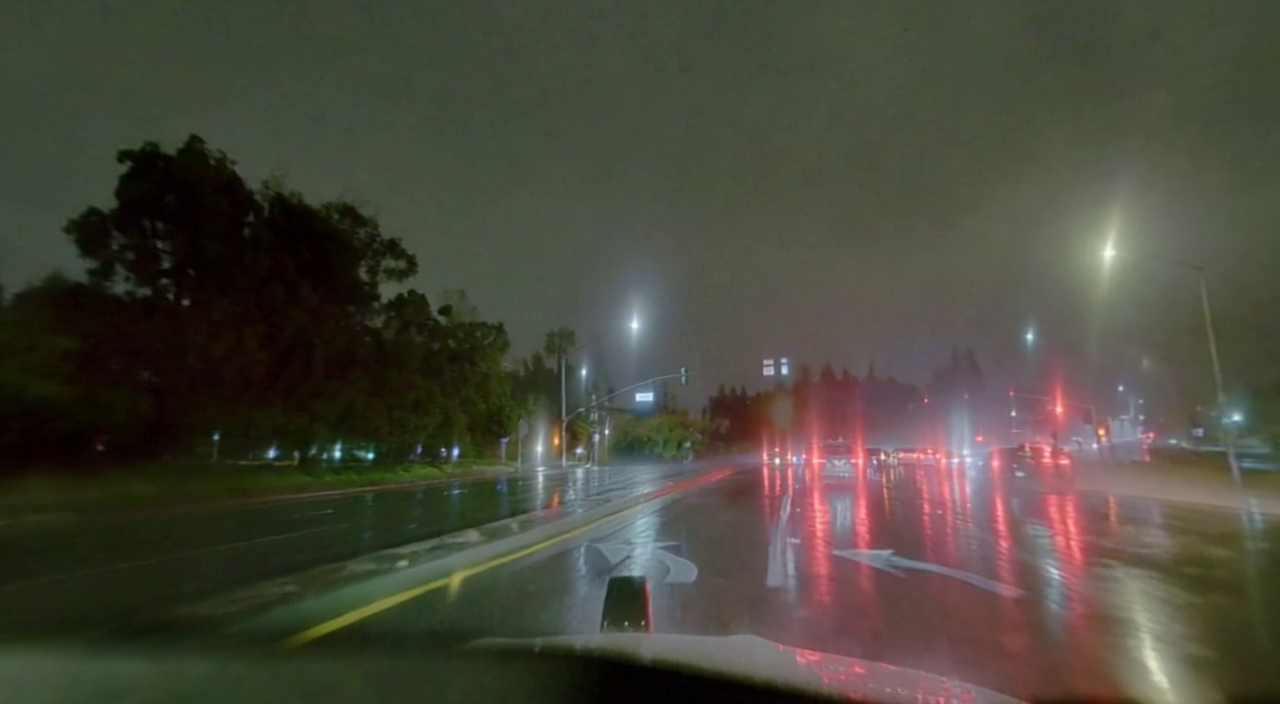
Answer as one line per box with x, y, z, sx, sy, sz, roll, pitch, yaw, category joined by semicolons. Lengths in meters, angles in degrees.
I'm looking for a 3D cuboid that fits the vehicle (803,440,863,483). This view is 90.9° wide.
7.727;4.376;25.551;2.078;1.578;4.107;-2;-9;14;vehicle

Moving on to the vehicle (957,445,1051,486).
13.924;4.315;24.389;1.884;1.422;4.262;-2;-9;13;vehicle

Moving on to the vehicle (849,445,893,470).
14.733;6.716;40.455;2.063;1.476;4.361;-2;-9;13;vehicle

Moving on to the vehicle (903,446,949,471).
18.547;6.877;41.094;1.901;1.484;4.093;-2;-8;13;vehicle

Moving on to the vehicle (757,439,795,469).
8.897;6.607;41.001;2.245;1.800;4.522;-2;-8;13;vehicle
